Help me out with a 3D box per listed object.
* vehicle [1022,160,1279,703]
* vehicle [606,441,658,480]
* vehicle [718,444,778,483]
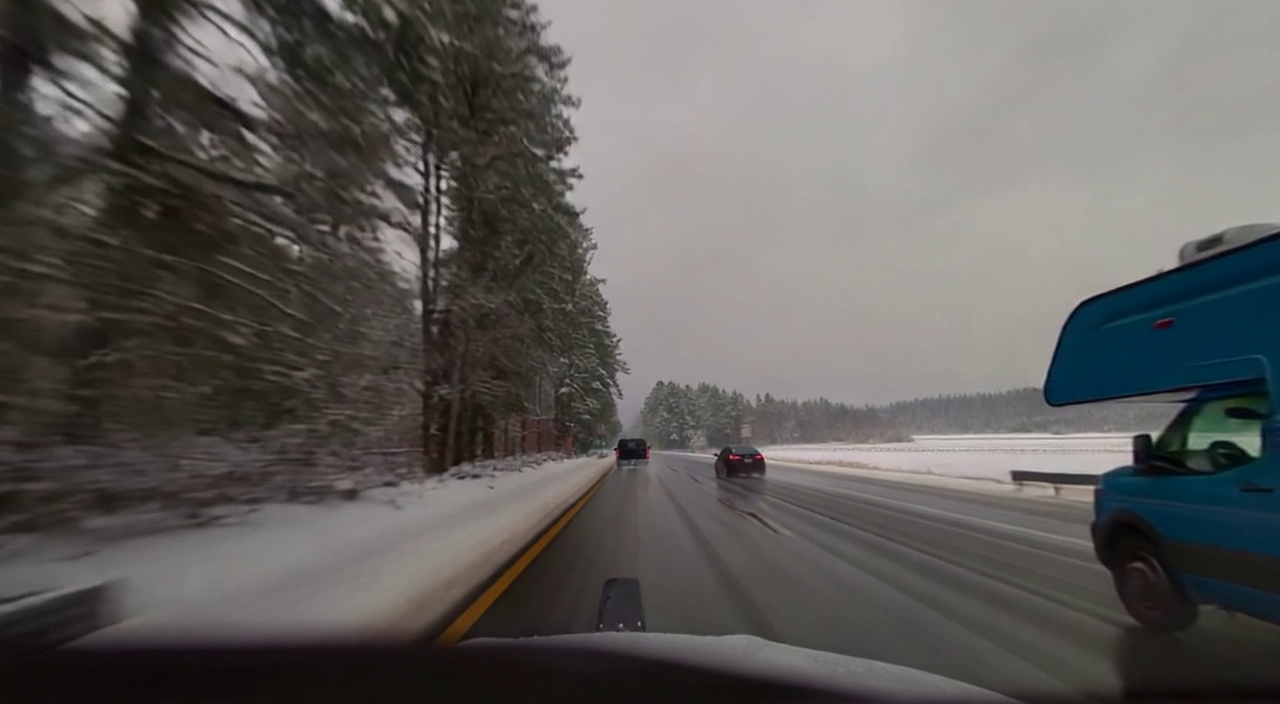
[{"bbox_3d":[4.674,0.206,1.736,2.745,2.832,7.035,0,-9,0],"label":"vehicle"},{"bbox_3d":[-0.340,4.805,28.132,2.120,1.575,4.018,0,-9,0],"label":"vehicle"},{"bbox_3d":[4.253,4.453,25.375,1.757,1.459,3.398,0,-9,-1],"label":"vehicle"}]
